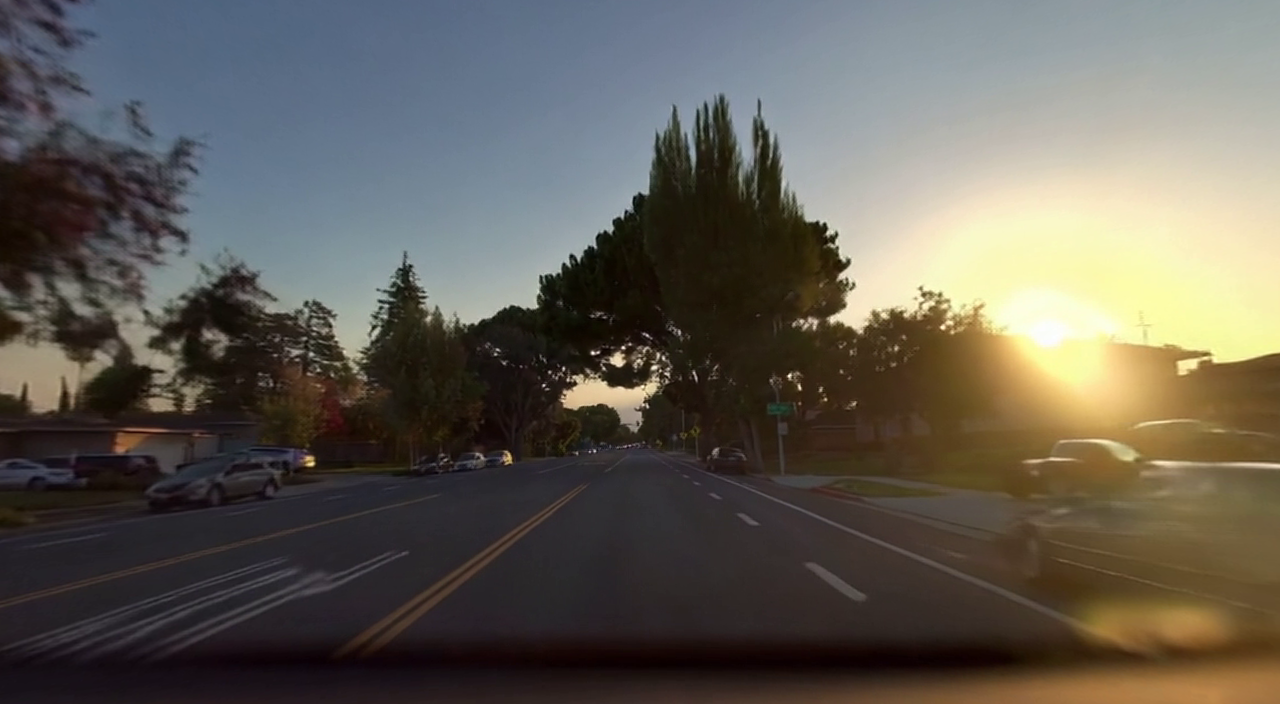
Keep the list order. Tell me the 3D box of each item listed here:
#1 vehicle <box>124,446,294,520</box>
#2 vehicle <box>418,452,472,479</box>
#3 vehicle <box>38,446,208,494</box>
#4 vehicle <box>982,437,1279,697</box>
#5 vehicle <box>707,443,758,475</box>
[{"bbox_3d":[-12.688,3.815,19.056,2.049,1.782,4.460,-4,-8,0],"label":"vehicle"},{"bbox_3d":[-12.340,7.161,40.208,1.940,1.452,4.485,-3,-9,1],"label":"vehicle"},{"bbox_3d":[-20.303,4.625,25.022,4.744,1.752,2.008,1,-9,-6],"label":"vehicle"},{"bbox_3d":[4.612,1.354,4.508,1.970,1.455,4.233,0,-8,0],"label":"vehicle"},{"bbox_3d":[4.676,5.490,32.635,1.925,1.482,4.746,0,-8,0],"label":"vehicle"}]
